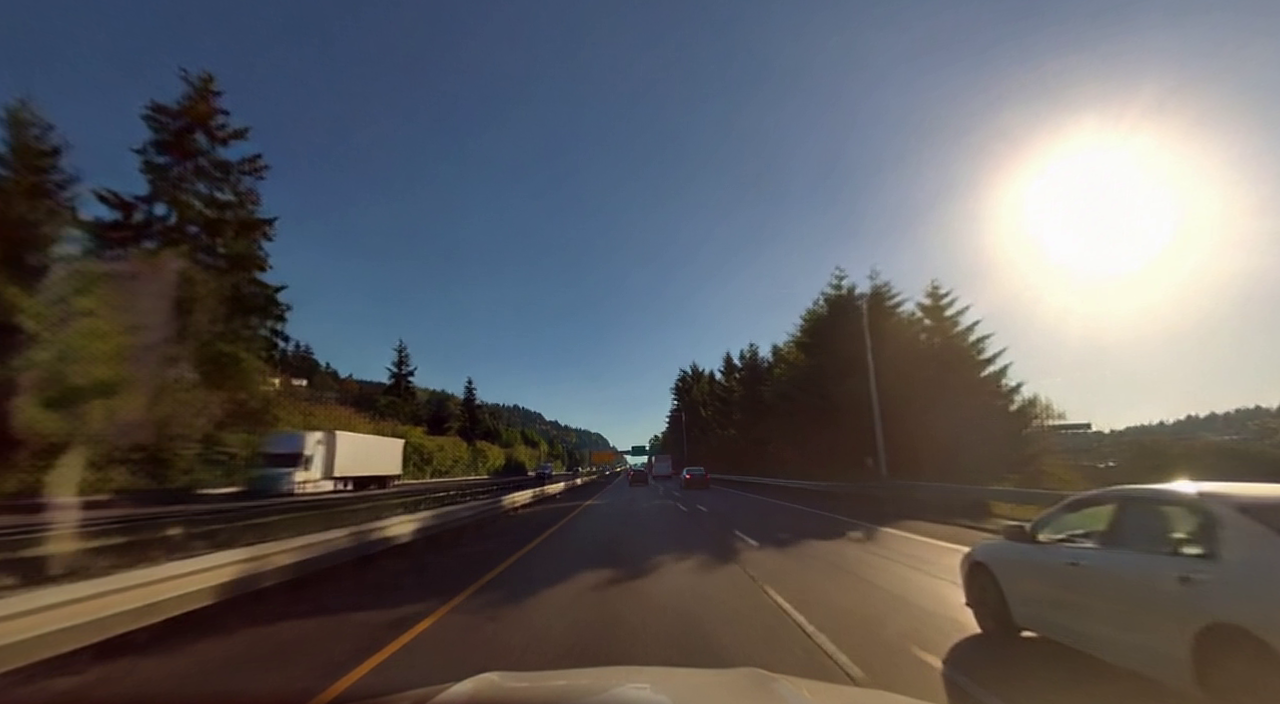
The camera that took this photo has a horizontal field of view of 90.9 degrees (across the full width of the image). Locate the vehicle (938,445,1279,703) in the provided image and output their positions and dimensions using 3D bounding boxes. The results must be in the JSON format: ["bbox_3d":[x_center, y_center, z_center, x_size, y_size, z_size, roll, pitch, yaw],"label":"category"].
[{"bbox_3d":[3.967,1.303,3.642,2.018,1.426,4.941,1,-11,-1],"label":"vehicle"}]

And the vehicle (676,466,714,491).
[{"bbox_3d":[3.467,8.100,40.499,1.976,1.467,3.783,1,-11,-2],"label":"vehicle"}]

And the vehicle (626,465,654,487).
[{"bbox_3d":[-0.019,9.230,46.947,1.980,1.483,3.865,1,-11,-1],"label":"vehicle"}]

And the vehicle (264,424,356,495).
[{"bbox_3d":[-20.330,6.760,39.283,2.995,4.002,5.843,2,-11,-9],"label":"vehicle"}]
